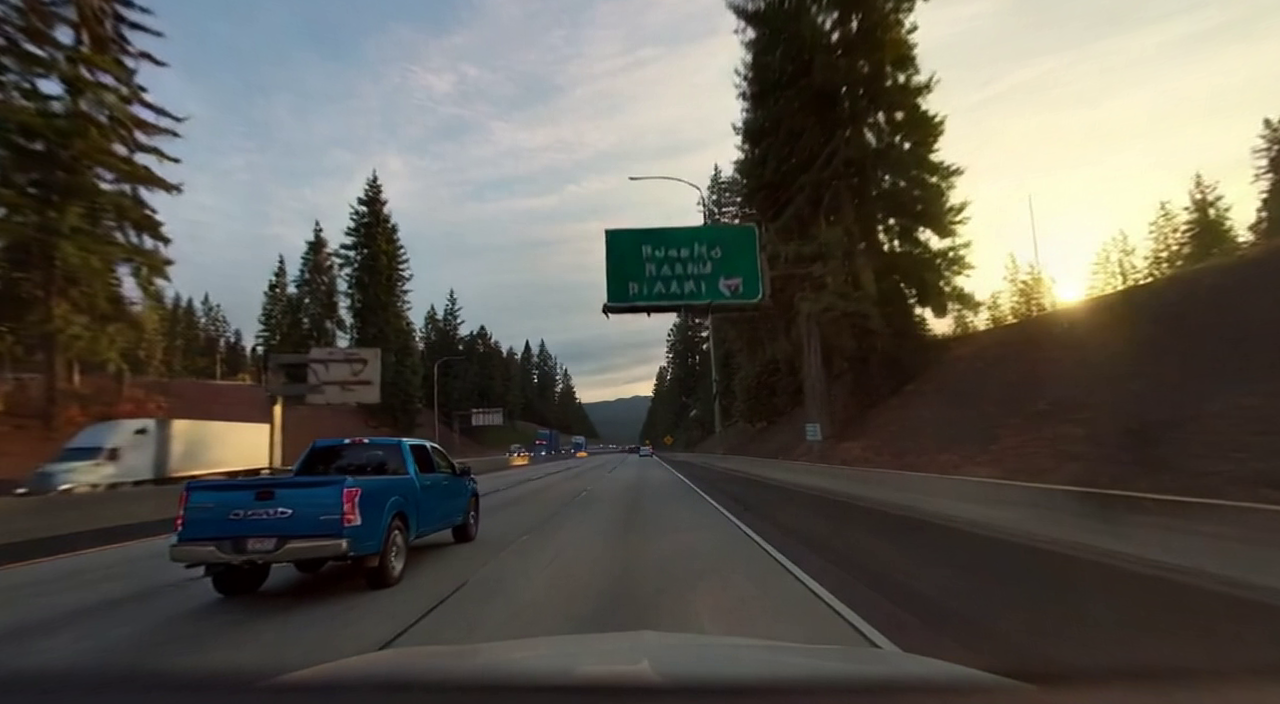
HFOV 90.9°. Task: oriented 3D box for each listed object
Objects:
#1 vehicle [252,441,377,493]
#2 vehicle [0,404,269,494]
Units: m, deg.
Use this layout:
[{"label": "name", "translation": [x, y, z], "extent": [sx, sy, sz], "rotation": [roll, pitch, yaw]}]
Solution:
[{"label": "vehicle", "translation": [-11.819, 4.192, 23.390], "extent": [2.059, 1.620, 4.823], "rotation": [-2, -9, 0]}, {"label": "vehicle", "translation": [-21.759, 4.336, 28.541], "extent": [3.101, 3.238, 10.911], "rotation": [-1, -8, 1]}]
